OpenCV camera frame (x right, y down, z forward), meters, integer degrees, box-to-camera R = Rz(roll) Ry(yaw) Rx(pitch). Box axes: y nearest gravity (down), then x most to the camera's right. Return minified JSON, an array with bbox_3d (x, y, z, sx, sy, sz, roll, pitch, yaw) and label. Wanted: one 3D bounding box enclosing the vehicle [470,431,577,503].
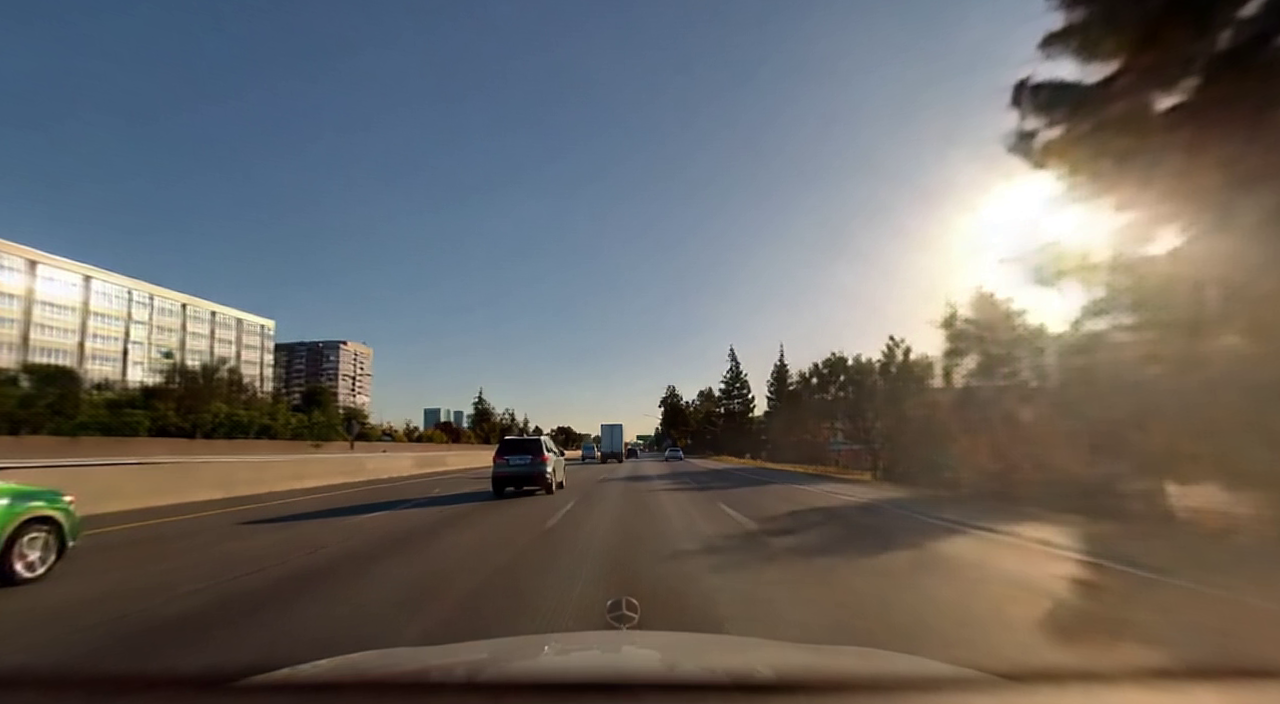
[{"bbox_3d":[-3.112,3.204,17.887,2.111,1.742,4.315,0,-9,1],"label":"vehicle"}]
